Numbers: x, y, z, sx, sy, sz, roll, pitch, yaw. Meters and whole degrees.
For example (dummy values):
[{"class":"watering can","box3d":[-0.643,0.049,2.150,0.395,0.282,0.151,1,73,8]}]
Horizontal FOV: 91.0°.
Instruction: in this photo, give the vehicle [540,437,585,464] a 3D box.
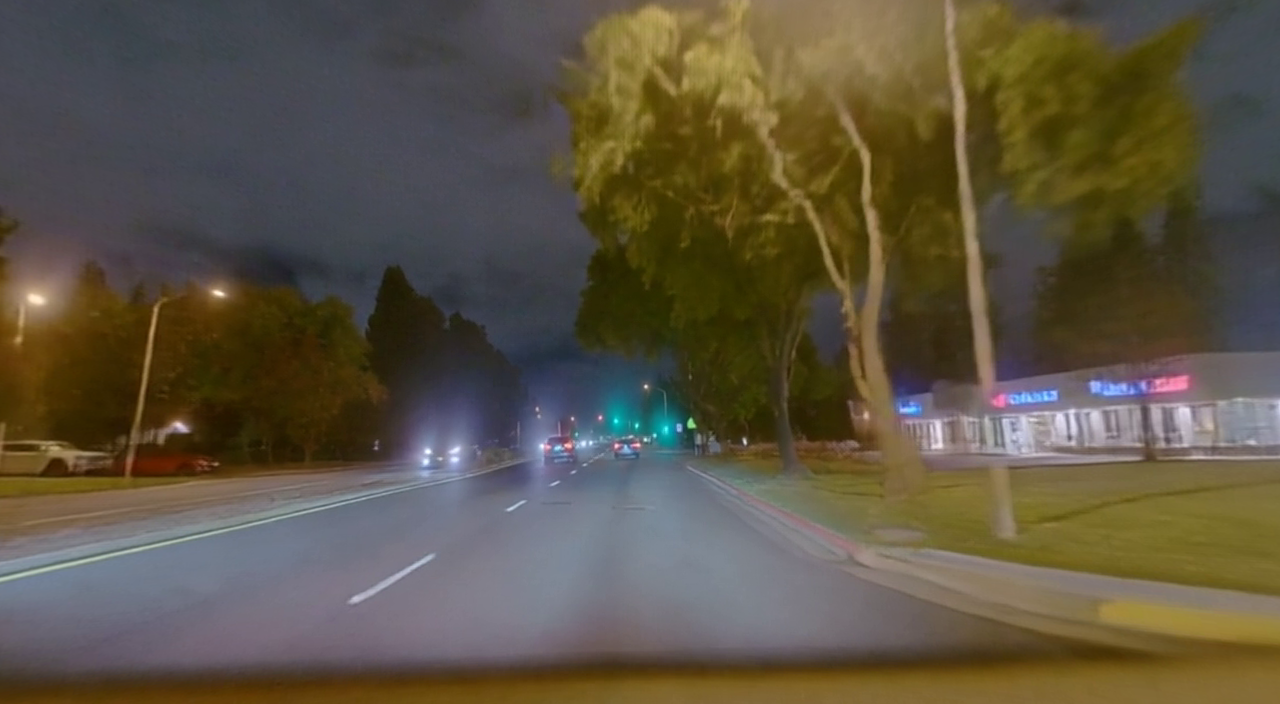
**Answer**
[{"class":"vehicle","box3d":[-4.448,5.750,36.765,2.083,1.460,4.527,0,-8,-1]}]

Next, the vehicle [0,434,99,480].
[{"class":"vehicle","box3d":[-30.728,5.259,31.621,4.865,2.217,2.192,0,-8,-3]}]

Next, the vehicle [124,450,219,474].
[{"class":"vehicle","box3d":[-29.950,7.009,40.310,4.605,1.453,1.809,0,-8,0]}]
